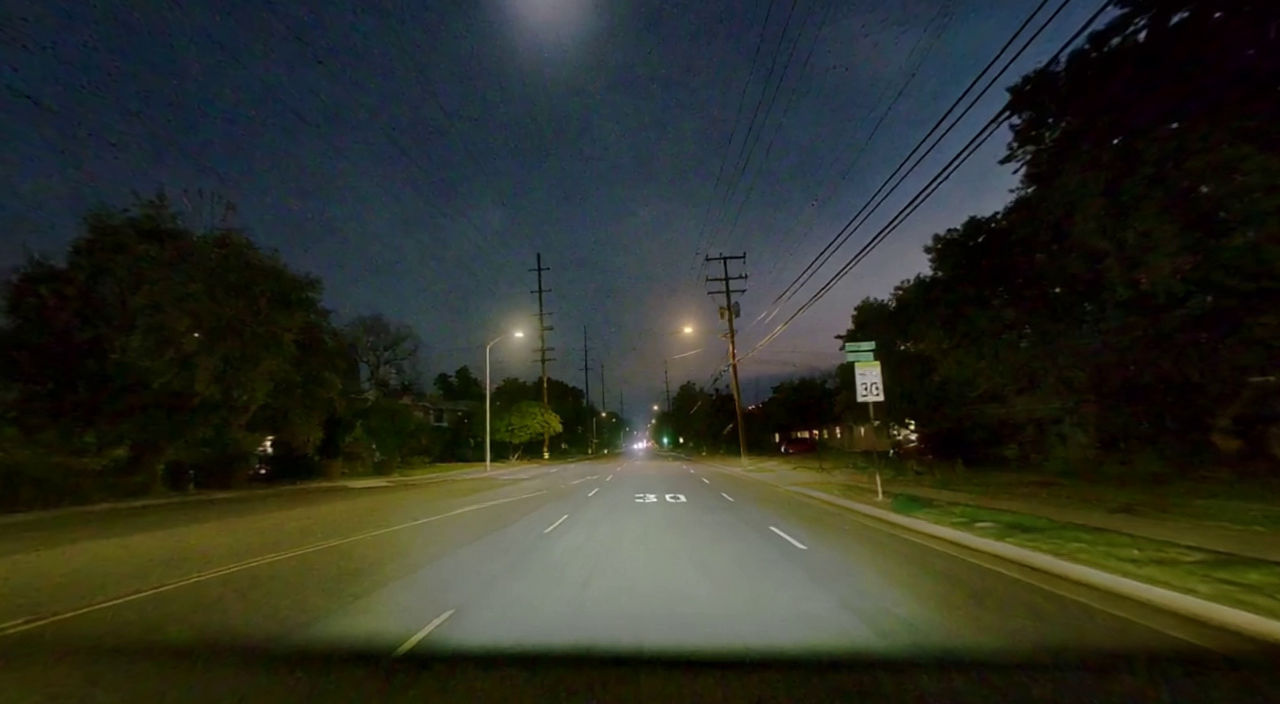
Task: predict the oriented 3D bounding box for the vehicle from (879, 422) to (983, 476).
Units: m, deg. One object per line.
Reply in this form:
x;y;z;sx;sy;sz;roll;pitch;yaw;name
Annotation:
11.653;3.947;25.697;1.965;1.680;5.338;-9;-9;5;vehicle

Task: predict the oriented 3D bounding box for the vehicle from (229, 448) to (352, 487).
-14.848;4.884;26.854;4.195;1.497;2.291;-3;-10;20;vehicle

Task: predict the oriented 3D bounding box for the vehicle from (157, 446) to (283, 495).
-15.839;4.377;23.775;4.191;1.594;2.309;-5;-9;31;vehicle

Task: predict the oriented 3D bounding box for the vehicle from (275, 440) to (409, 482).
-13.939;5.056;29.597;5.038;1.774;2.764;-2;-8;18;vehicle
